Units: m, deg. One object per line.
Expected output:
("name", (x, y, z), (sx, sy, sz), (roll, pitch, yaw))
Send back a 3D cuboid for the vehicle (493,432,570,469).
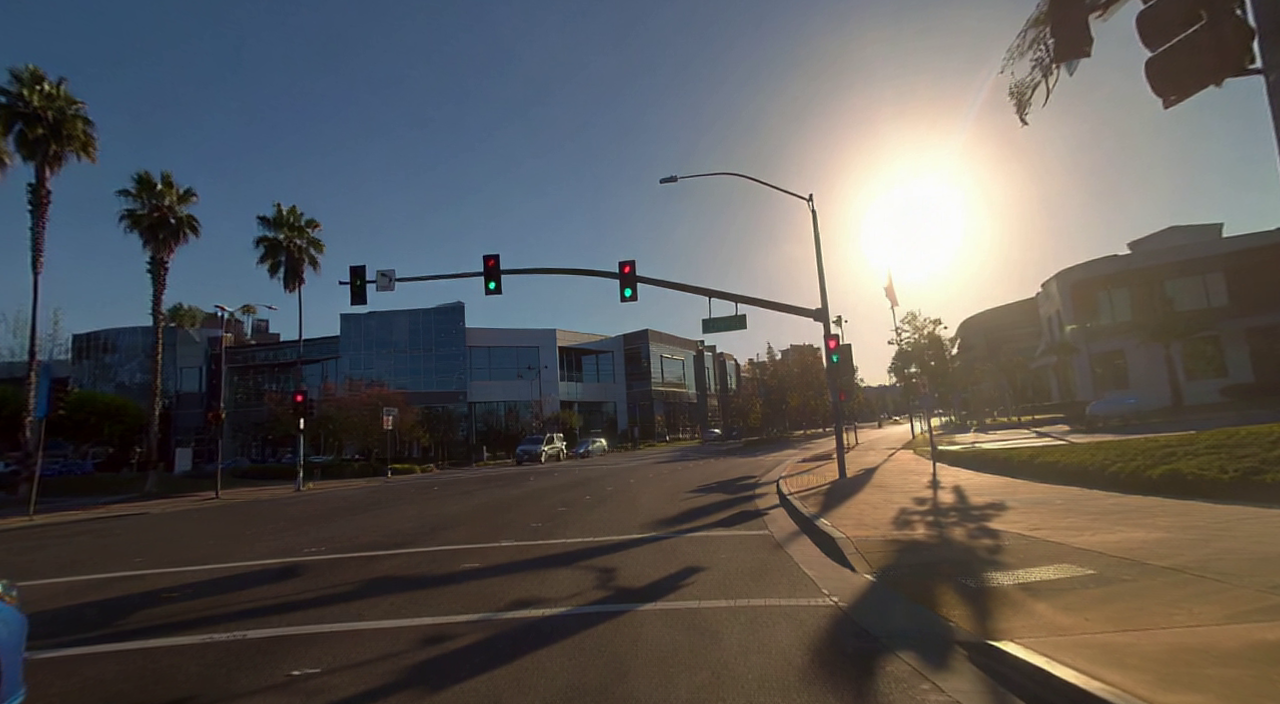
("vehicle", (-5.669, 5.231, 33.632), (2.181, 1.792, 4.648), (-3, -9, 16))
